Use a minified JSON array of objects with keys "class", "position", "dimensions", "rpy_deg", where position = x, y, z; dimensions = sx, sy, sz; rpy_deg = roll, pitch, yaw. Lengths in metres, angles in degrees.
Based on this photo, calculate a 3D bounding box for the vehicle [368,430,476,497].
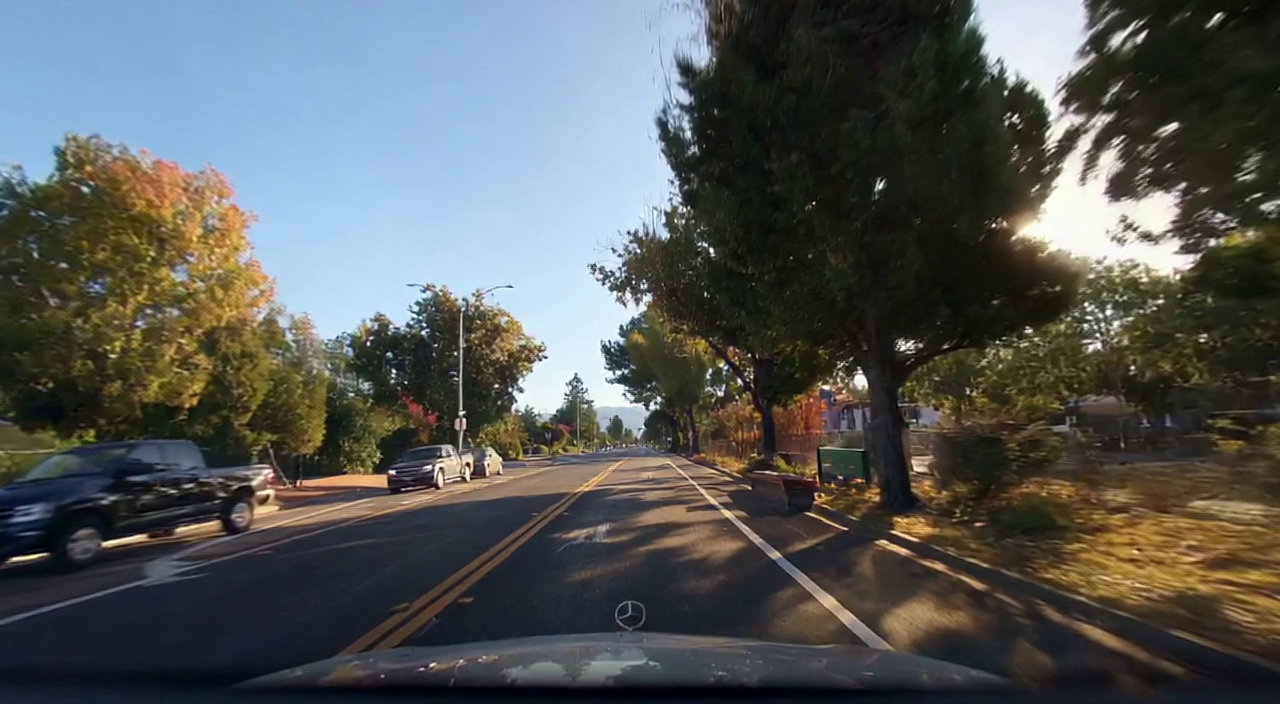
[{"class":"vehicle","position":[-7.843,3.967,23.187],"dimensions":[2.138,2.038,4.717],"rpy_deg":[-3,-7,2]}]

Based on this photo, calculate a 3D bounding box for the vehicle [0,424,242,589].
[{"class":"vehicle","position":[-7.991,1.958,8.761],"dimensions":[1.960,1.786,4.595],"rpy_deg":[-3,-6,0]}]
